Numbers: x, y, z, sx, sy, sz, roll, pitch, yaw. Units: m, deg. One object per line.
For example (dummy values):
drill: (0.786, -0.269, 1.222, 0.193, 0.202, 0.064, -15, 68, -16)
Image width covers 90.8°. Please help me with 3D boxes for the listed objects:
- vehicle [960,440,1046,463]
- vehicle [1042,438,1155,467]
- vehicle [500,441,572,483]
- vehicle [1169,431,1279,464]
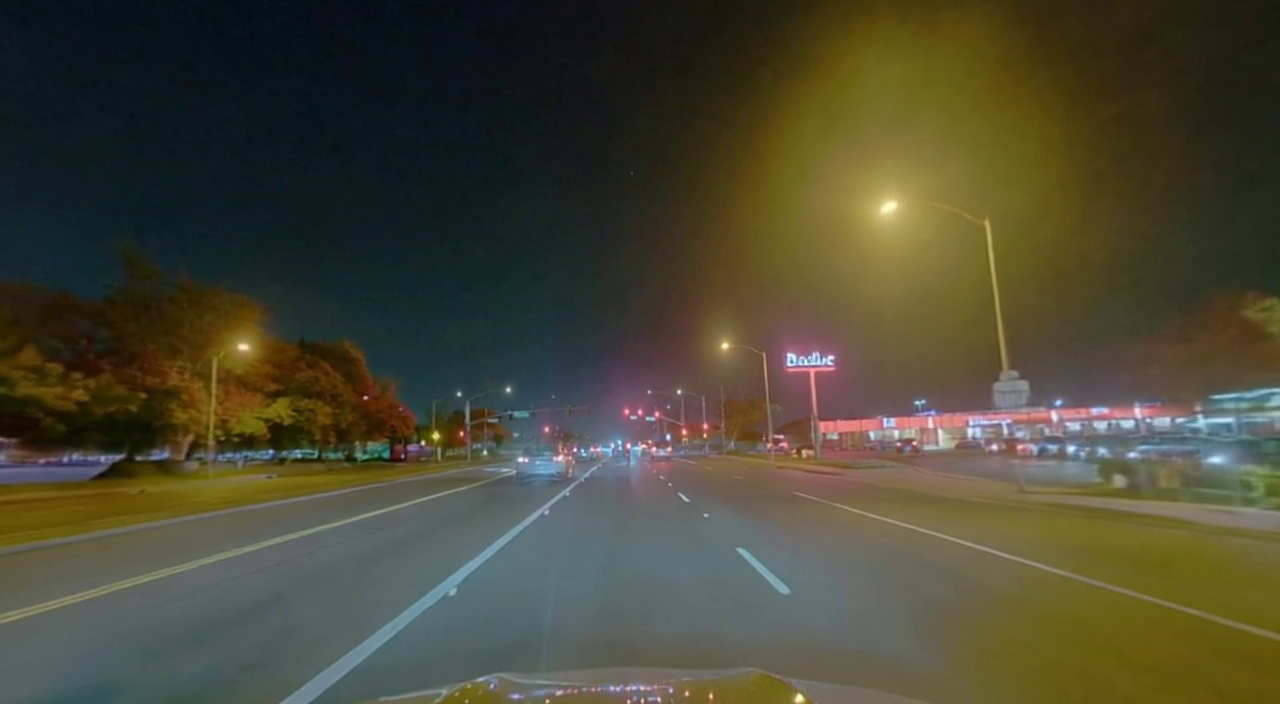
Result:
vehicle: (24.903, 6.820, 43.538, 4.799, 1.497, 1.952, -4, -9, 22)
vehicle: (24.741, 5.425, 34.336, 4.554, 1.470, 2.020, -4, -9, 24)
vehicle: (-3.992, 4.322, 25.079, 2.097, 1.497, 4.571, 0, -8, 0)
vehicle: (30.019, 4.827, 31.816, 4.656, 1.564, 1.950, -4, -9, 22)
